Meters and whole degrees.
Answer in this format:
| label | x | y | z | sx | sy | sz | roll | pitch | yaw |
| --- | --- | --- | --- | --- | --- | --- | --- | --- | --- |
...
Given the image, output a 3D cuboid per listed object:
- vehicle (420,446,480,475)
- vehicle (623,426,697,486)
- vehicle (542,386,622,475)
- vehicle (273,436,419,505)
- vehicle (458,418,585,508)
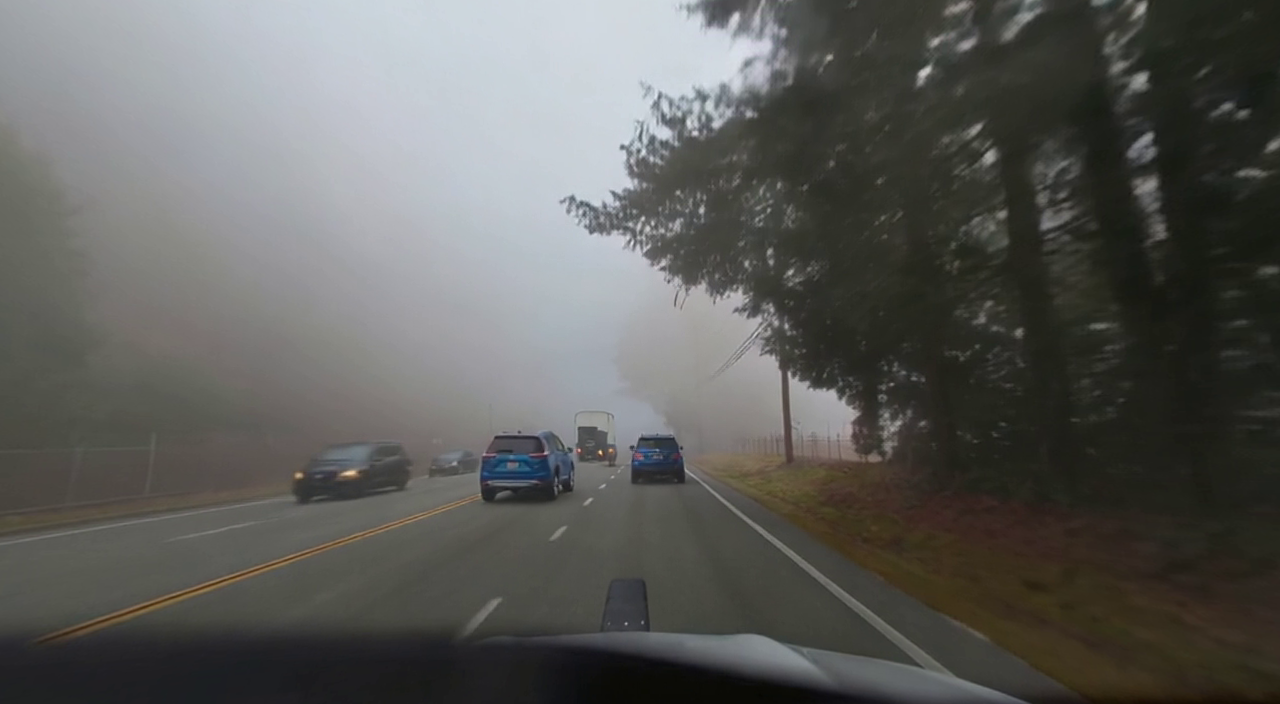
| label | x | y | z | sx | sy | sz | roll | pitch | yaw |
| --- | --- | --- | --- | --- | --- | --- | --- | --- | --- |
| vehicle | -11.242 | 6.423 | 37.659 | 2.077 | 1.638 | 4.584 | 0 | -8 | 1 |
| vehicle | 0.627 | 3.372 | 20.641 | 2.174 | 1.749 | 4.113 | 0 | -8 | 1 |
| vehicle | -2.548 | 4.038 | 31.627 | 2.928 | 3.658 | 10.953 | 0 | -8 | 0 |
| vehicle | -8.358 | 3.390 | 18.514 | 2.020 | 1.741 | 4.602 | 0 | -8 | 1 |
| vehicle | -2.643 | 2.630 | 15.308 | 2.093 | 1.832 | 4.508 | 0 | -8 | 2 |
